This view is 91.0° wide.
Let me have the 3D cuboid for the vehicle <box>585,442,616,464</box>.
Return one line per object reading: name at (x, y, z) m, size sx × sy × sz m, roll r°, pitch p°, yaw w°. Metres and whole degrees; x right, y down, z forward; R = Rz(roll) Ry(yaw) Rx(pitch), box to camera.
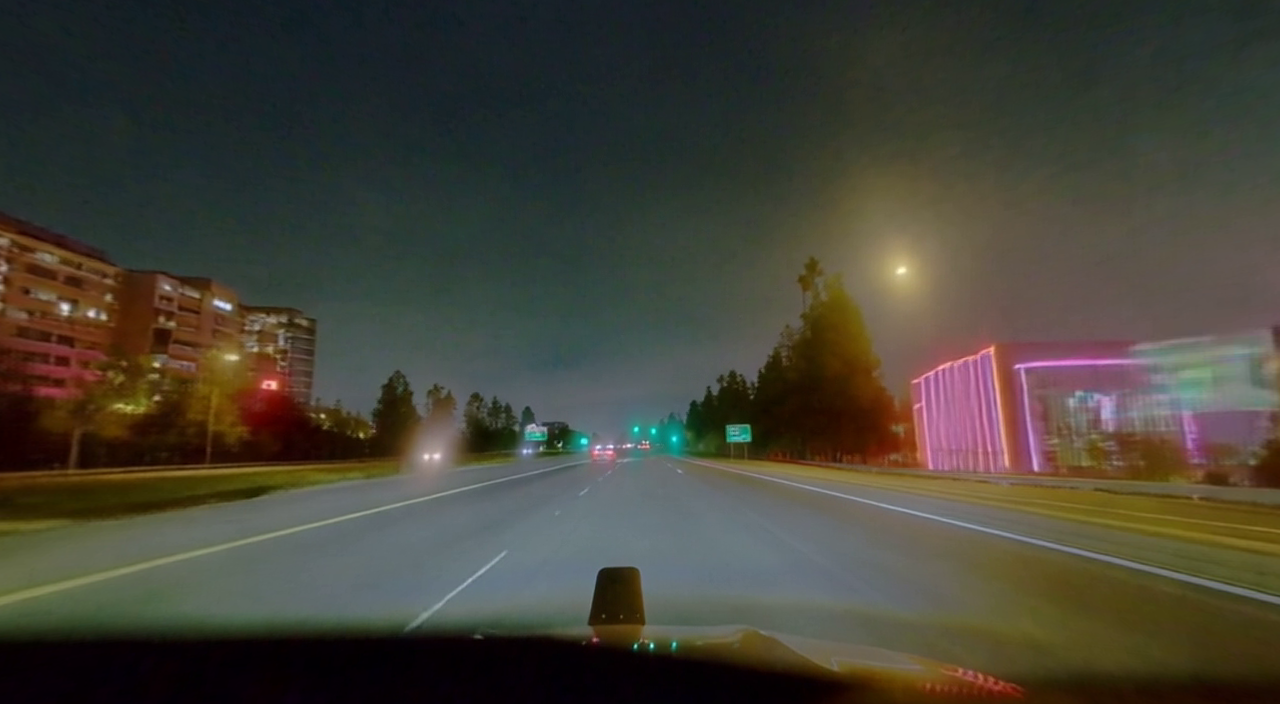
vehicle at (-2.917, 7.592, 47.476) m, size 2.015 × 1.557 × 4.229 m, roll 0°, pitch -9°, yaw 1°
